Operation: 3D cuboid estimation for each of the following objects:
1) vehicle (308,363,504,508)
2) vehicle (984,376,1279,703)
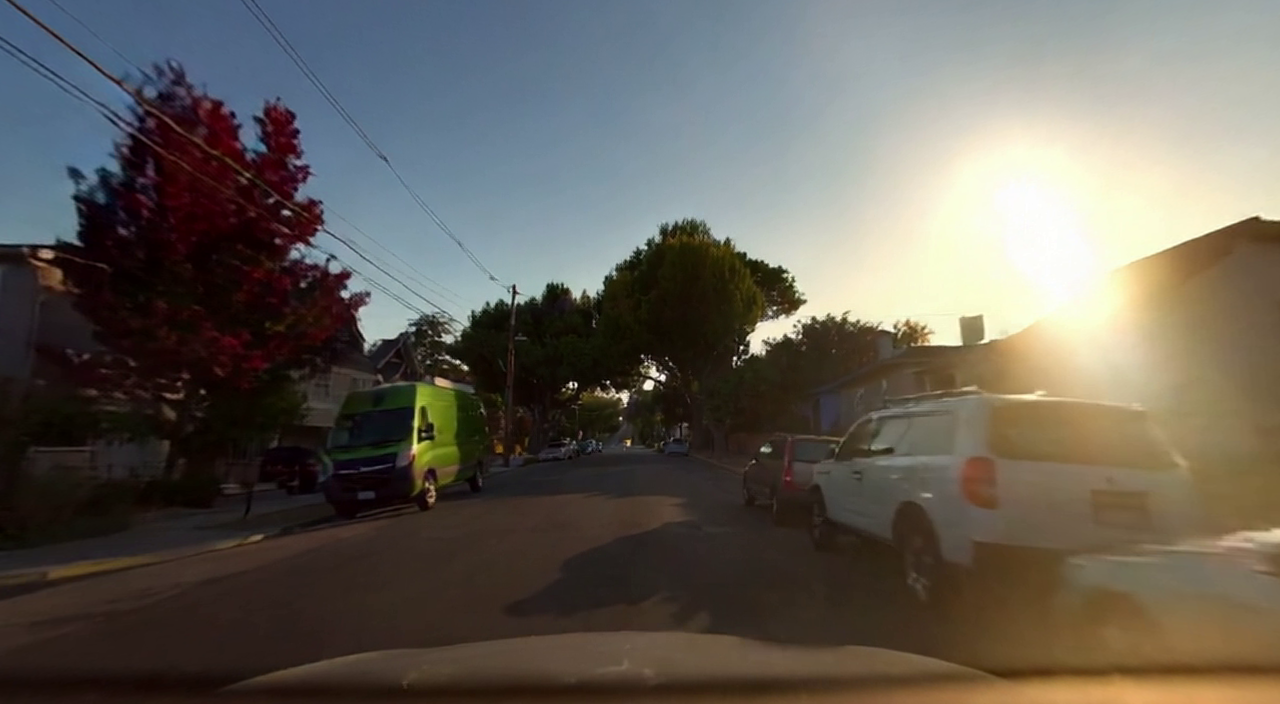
[{"bbox_3d":[-6.680,2.490,19.597,3.115,3.562,7.695,-1,-6,0],"label":"vehicle"},{"bbox_3d":[3.329,0.865,1.870,2.010,1.661,4.615,0,-9,0],"label":"vehicle"}]
